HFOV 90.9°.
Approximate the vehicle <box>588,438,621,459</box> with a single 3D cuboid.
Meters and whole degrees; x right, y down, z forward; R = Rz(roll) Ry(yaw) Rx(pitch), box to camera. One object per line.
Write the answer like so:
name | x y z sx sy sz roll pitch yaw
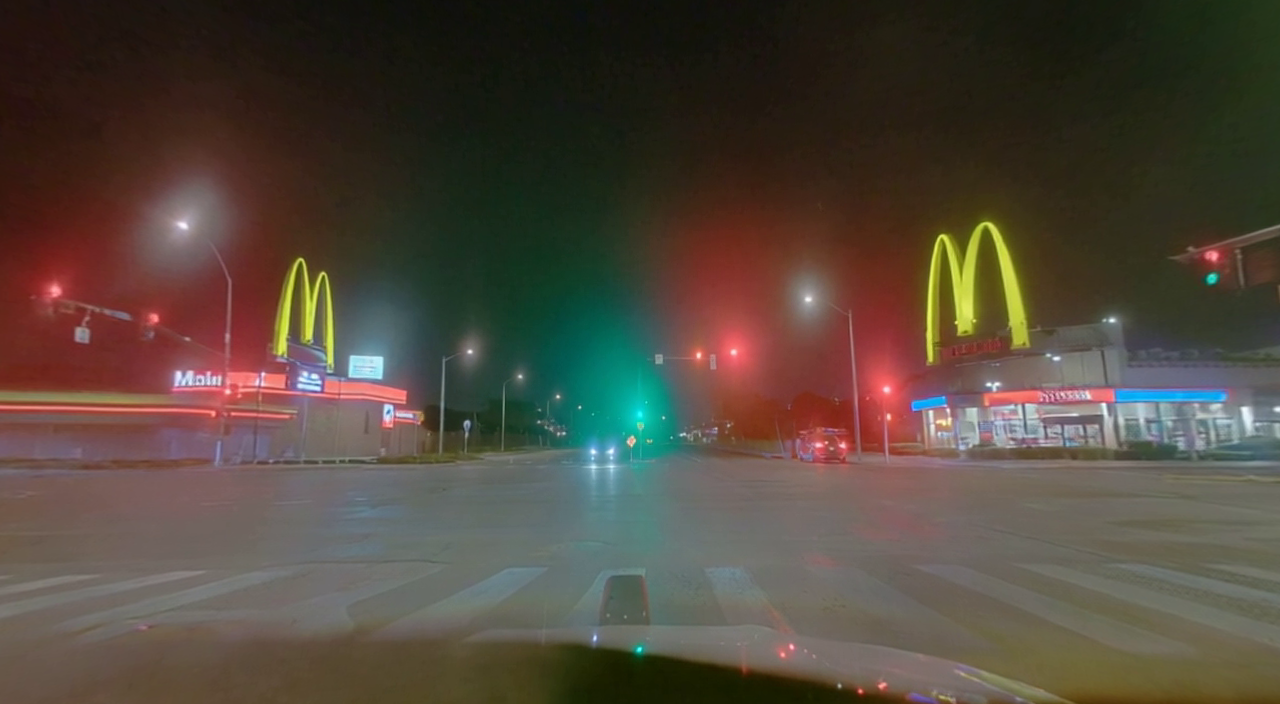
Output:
vehicle | -2.506 6.965 45.539 2.104 1.468 4.195 0 -8 1
